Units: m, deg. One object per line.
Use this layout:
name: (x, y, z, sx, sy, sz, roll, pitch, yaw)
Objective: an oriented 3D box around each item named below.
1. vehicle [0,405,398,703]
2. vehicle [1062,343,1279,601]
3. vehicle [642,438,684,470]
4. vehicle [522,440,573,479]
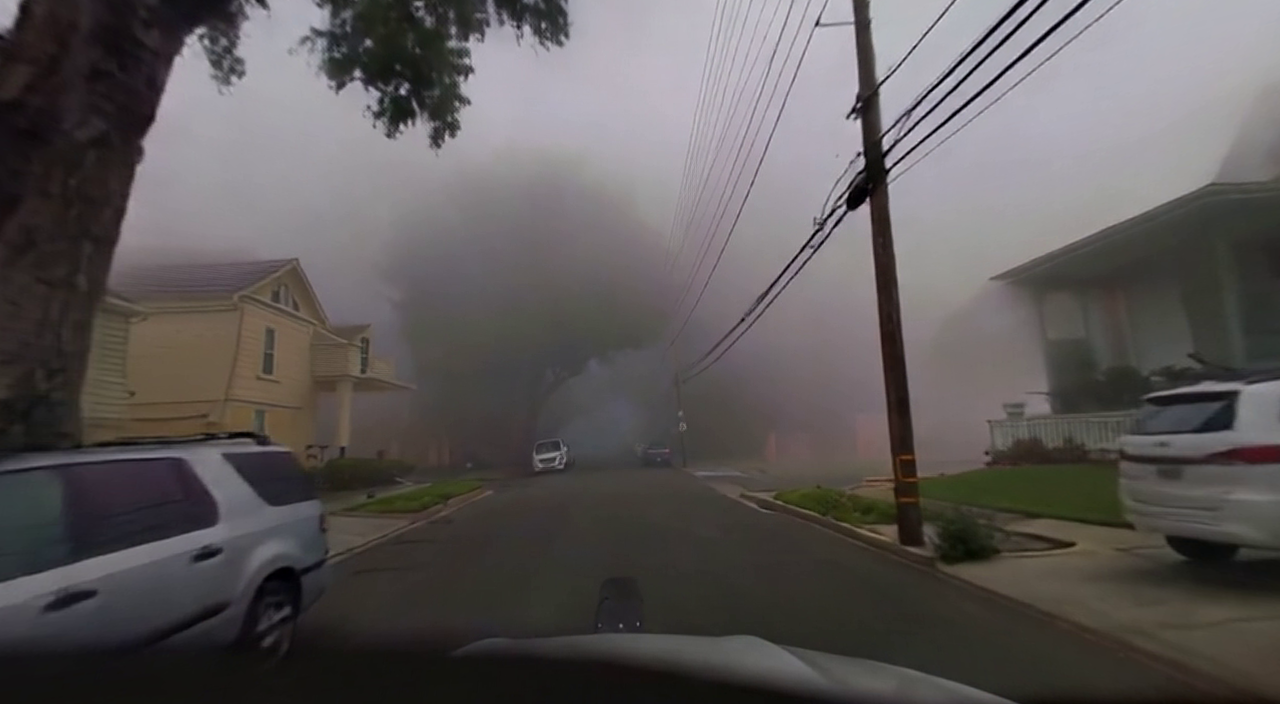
vehicle: (-3.318, 1.303, 3.303, 2.204, 1.655, 4.813, -8, -7, -2)
vehicle: (7.868, 1.163, 6.639, 5.274, 2.170, 2.205, 0, -9, -4)
vehicle: (1.379, 6.440, 40.209, 2.129, 1.873, 4.471, 0, -8, -4)
vehicle: (-4.728, 5.515, 32.790, 2.082, 1.759, 4.541, -2, -8, -2)
